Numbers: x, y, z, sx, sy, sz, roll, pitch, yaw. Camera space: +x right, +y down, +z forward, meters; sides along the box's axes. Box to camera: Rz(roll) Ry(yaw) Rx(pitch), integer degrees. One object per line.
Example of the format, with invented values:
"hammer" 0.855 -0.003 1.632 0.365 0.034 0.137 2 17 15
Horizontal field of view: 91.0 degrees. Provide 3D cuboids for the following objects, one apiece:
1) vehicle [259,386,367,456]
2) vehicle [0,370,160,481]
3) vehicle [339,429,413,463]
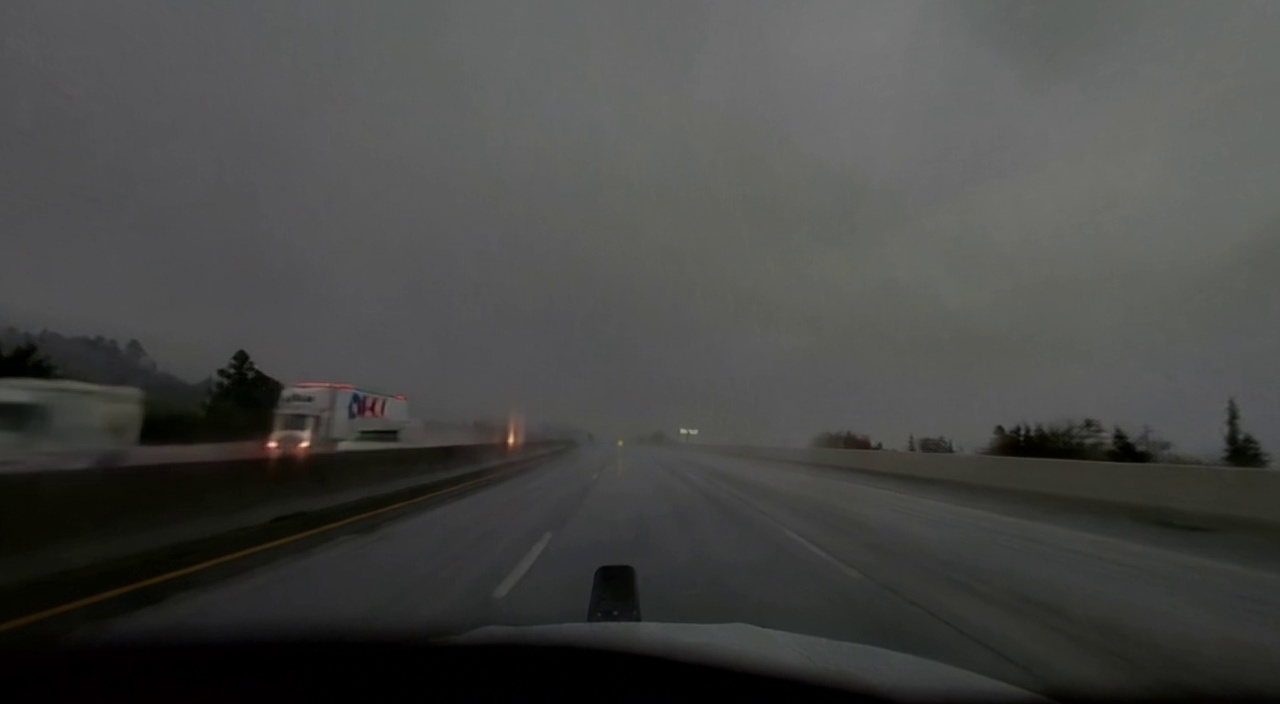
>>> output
"vehicle" -20.081 4.403 39.190 3.006 3.966 6.742 0 -8 0
"vehicle" -15.663 1.893 15.789 2.463 2.496 5.992 0 -8 -1
"vehicle" -12.544 4.476 30.191 1.802 1.484 4.315 0 -8 -2
